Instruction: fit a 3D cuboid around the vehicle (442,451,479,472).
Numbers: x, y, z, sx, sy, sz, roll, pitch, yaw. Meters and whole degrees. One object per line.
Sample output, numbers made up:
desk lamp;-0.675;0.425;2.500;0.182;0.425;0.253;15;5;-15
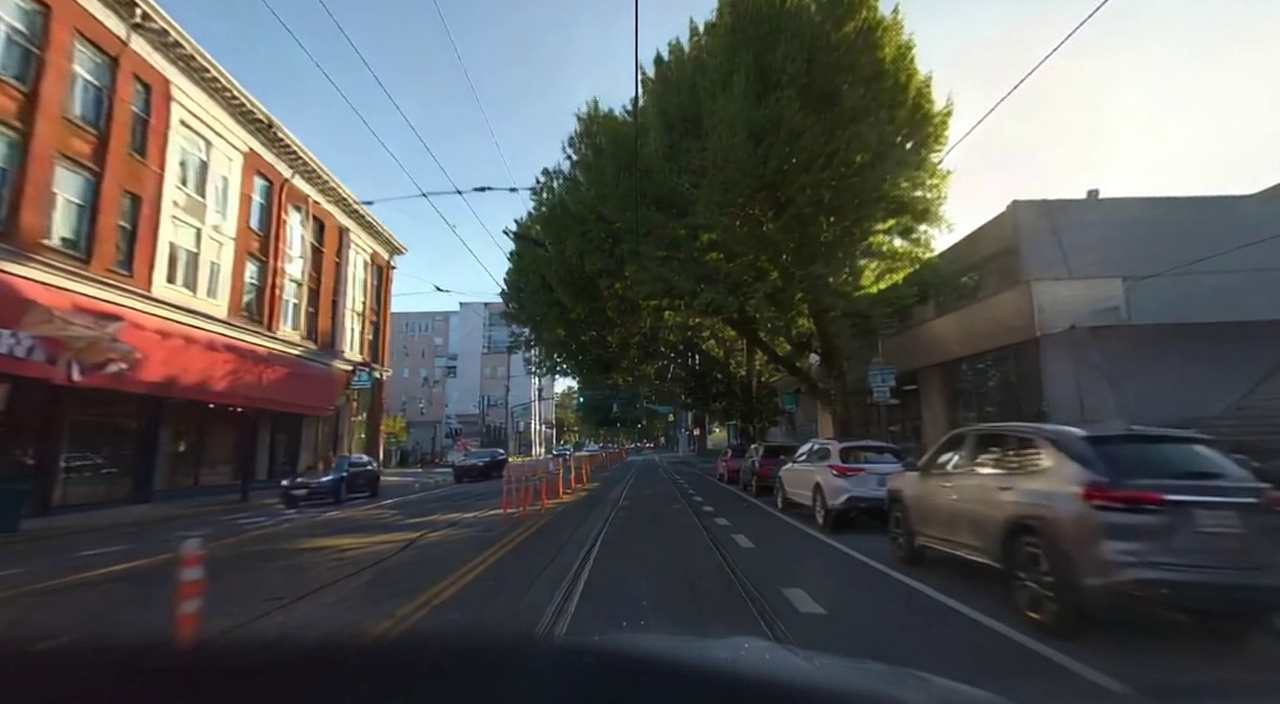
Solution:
vehicle;-13.412;8.181;47.293;1.954;1.445;4.432;1;-8;-6

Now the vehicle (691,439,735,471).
vehicle;4.007;5.772;35.319;2.051;1.656;3.989;-1;-8;1

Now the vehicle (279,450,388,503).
vehicle;-9.395;3.809;19.633;1.877;1.430;3.712;1;-8;-7

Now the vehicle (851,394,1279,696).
vehicle;3.504;1.336;5.507;1.903;1.596;4.144;-1;-8;1
